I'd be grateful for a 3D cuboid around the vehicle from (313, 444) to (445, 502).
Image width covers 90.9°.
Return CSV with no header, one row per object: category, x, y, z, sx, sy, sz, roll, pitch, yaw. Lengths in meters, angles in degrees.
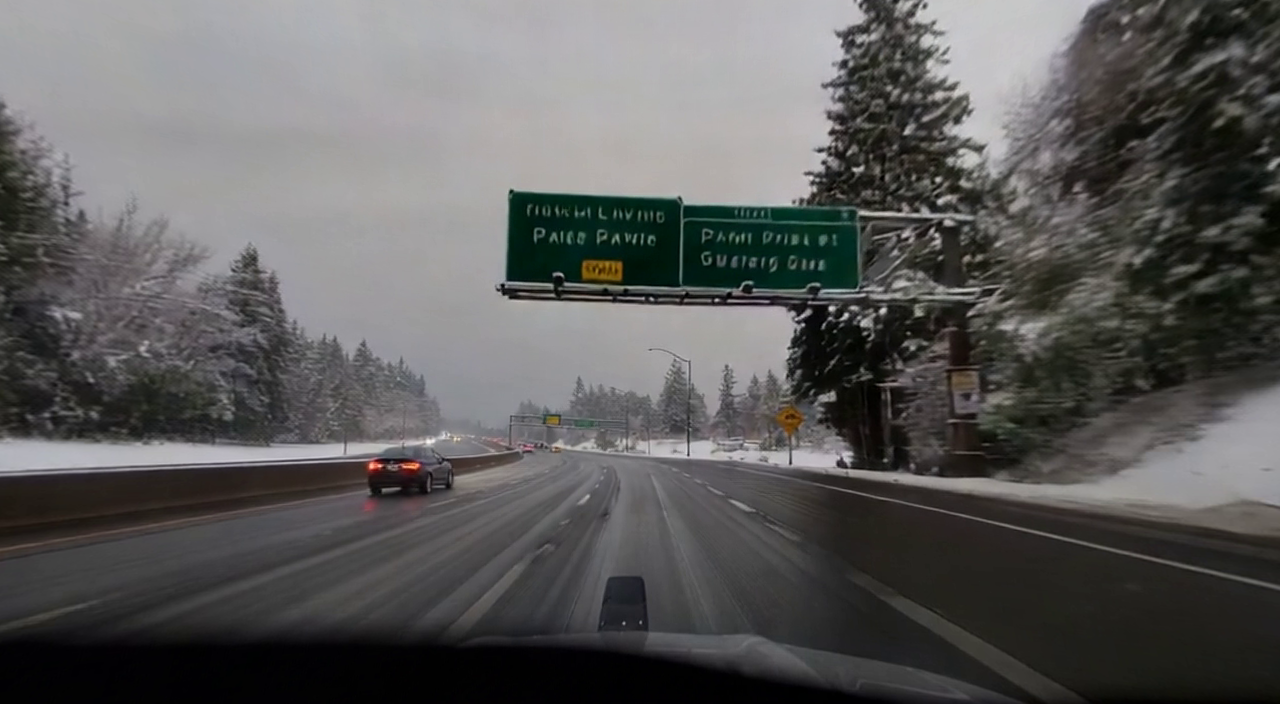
vehicle,-7.530,3.493,18.750,2.025,1.494,4.495,0,-8,-1
